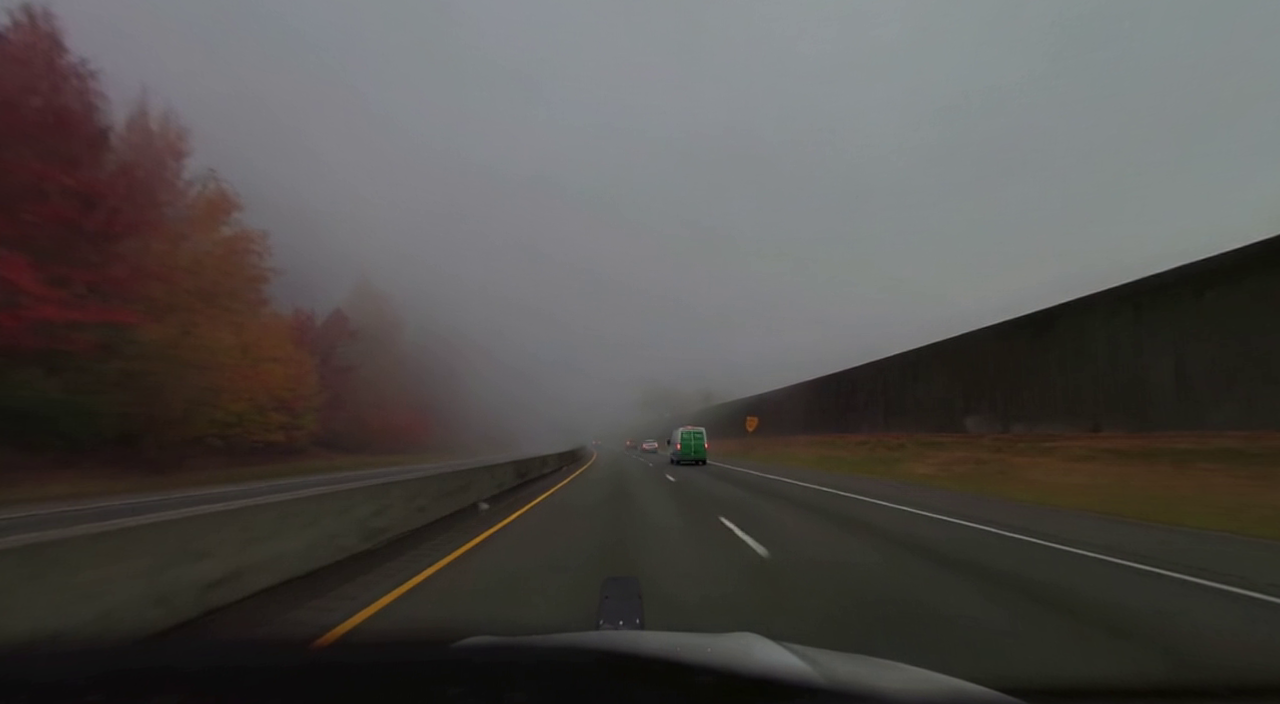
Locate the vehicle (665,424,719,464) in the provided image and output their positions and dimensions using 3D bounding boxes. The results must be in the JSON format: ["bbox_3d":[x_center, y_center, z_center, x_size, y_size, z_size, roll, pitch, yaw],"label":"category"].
[{"bbox_3d":[2.849,5.229,35.753,2.393,2.072,4.958,1,-8,-3],"label":"vehicle"}]
